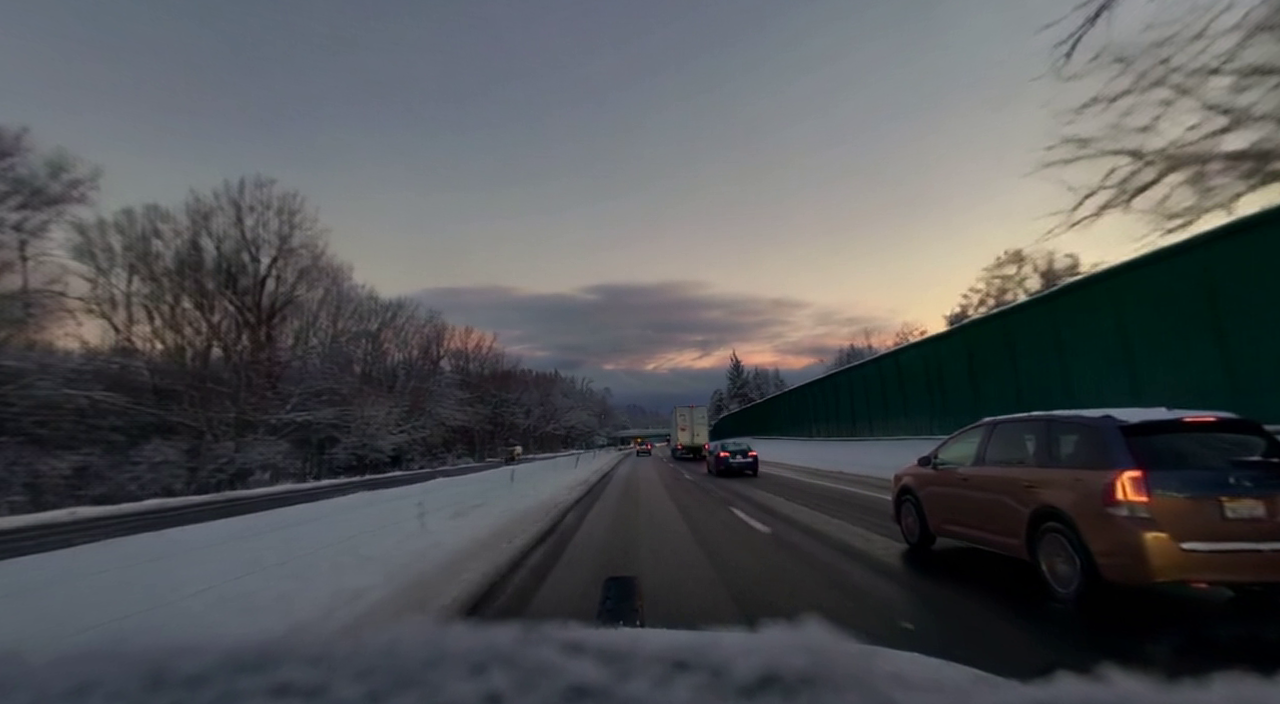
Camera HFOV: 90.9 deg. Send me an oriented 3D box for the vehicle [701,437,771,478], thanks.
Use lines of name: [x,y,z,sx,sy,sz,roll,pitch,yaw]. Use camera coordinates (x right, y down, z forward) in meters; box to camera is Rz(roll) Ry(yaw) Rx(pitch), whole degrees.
vehicle: [3.756,4.218,25.485,2.000,1.473,4.440,1,-8,-2]

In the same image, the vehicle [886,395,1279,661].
vehicle: [4.110,1.318,5.767,1.940,1.539,4.005,1,-8,-2]
